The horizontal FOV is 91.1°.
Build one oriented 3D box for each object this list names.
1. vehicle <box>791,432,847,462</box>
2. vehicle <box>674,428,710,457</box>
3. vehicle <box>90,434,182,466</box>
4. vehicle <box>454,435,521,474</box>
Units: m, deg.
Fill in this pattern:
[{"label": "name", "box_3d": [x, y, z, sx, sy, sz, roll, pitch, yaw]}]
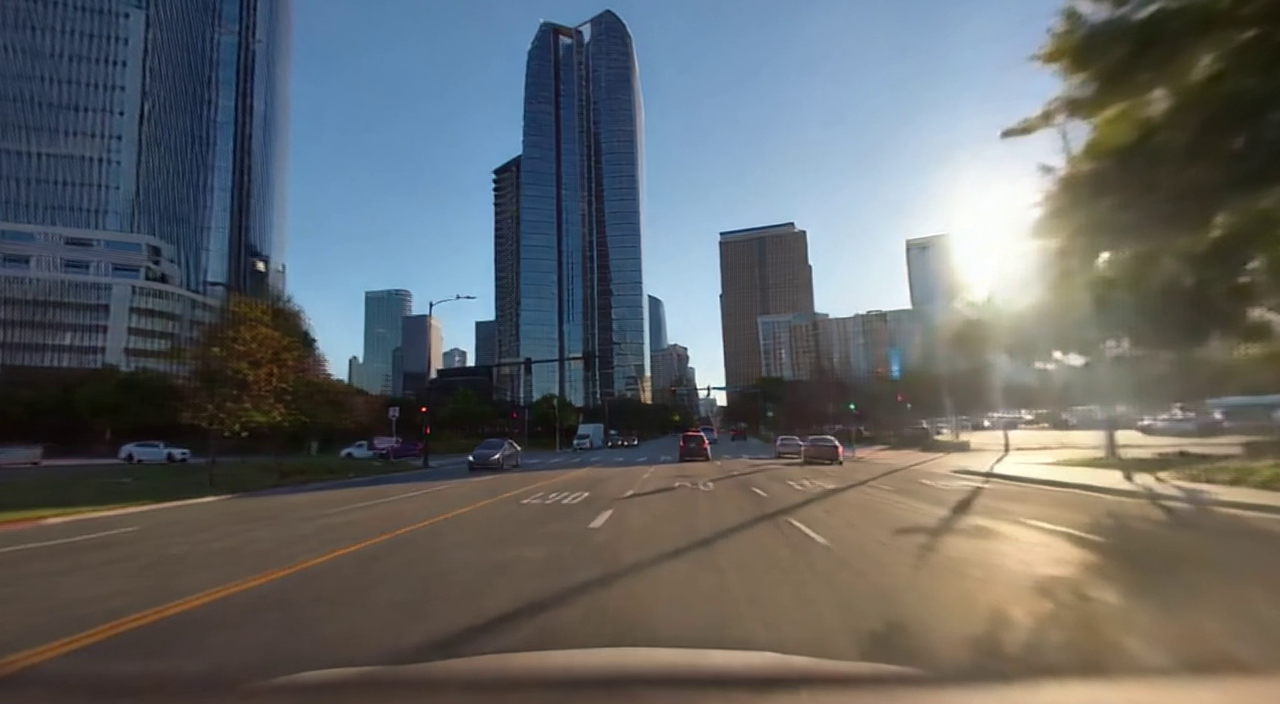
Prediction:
[{"label": "vehicle", "box_3d": [9.286, 4.964, 32.849, 1.896, 1.463, 4.296, -1, -9, 3]}, {"label": "vehicle", "box_3d": [3.376, 5.997, 41.441, 2.203, 1.801, 4.331, -1, -9, 2]}, {"label": "vehicle", "box_3d": [-29.437, 5.784, 36.843, 1.871, 1.703, 4.093, -2, -9, 2]}, {"label": "vehicle", "box_3d": [-7.187, 4.887, 30.089, 2.016, 1.677, 4.147, 0, -9, 2]}]
